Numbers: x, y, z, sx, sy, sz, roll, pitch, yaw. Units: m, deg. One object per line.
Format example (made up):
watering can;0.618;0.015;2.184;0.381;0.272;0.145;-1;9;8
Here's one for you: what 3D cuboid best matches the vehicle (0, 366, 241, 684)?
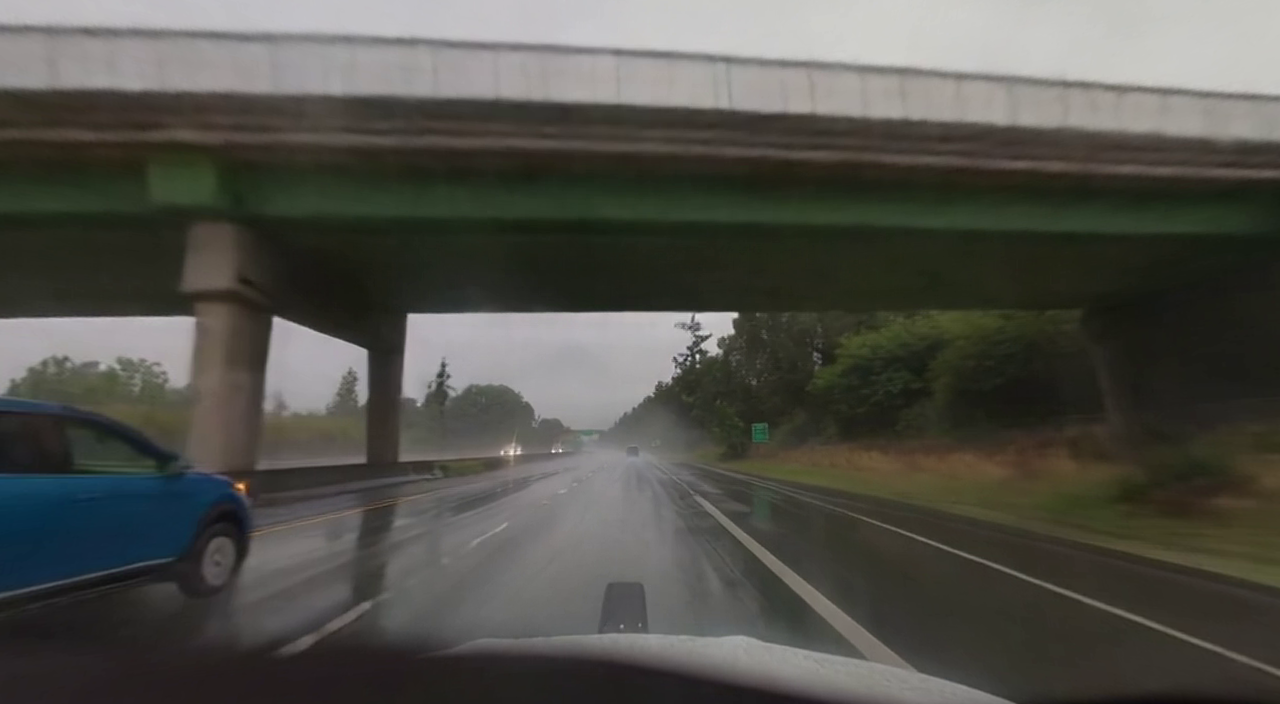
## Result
vehicle;-4.673;0.912;3.173;2.221;1.750;4.706;0;-9;0
